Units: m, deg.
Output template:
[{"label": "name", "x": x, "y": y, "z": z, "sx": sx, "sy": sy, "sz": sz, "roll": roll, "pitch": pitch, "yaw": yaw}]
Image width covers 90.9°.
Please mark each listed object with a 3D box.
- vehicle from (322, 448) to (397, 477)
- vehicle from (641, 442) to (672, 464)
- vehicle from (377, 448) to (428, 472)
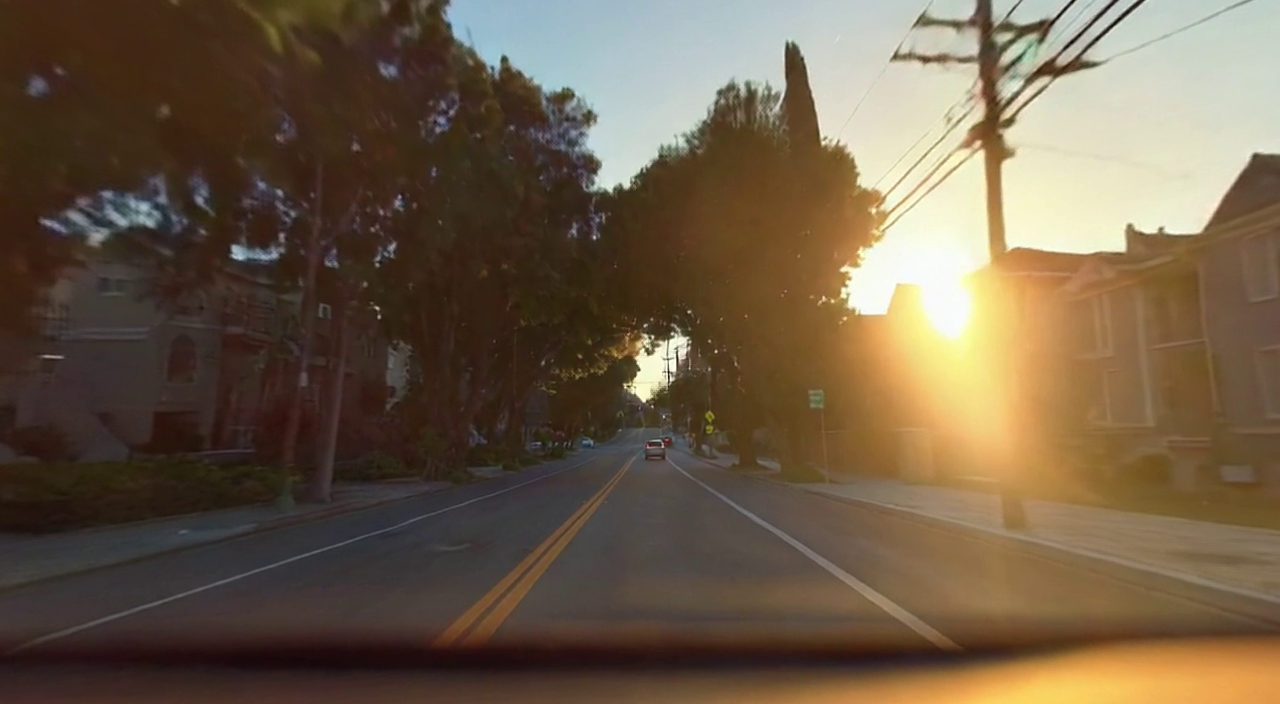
[{"label": "vehicle", "x": -15.621, "y": 6.169, "z": 35.446, "sx": 2.113, "sy": 1.501, "sz": 4.659, "roll": 0, "pitch": -9, "yaw": -1}, {"label": "vehicle", "x": 1.140, "y": 7.314, "z": 45.804, "sx": 2.097, "sy": 1.463, "sz": 4.043, "roll": 0, "pitch": -9, "yaw": 0}, {"label": "vehicle", "x": -15.454, "y": 7.042, "z": 41.170, "sx": 1.692, "sy": 1.477, "sz": 3.902, "roll": 0, "pitch": -9, "yaw": 1}]
